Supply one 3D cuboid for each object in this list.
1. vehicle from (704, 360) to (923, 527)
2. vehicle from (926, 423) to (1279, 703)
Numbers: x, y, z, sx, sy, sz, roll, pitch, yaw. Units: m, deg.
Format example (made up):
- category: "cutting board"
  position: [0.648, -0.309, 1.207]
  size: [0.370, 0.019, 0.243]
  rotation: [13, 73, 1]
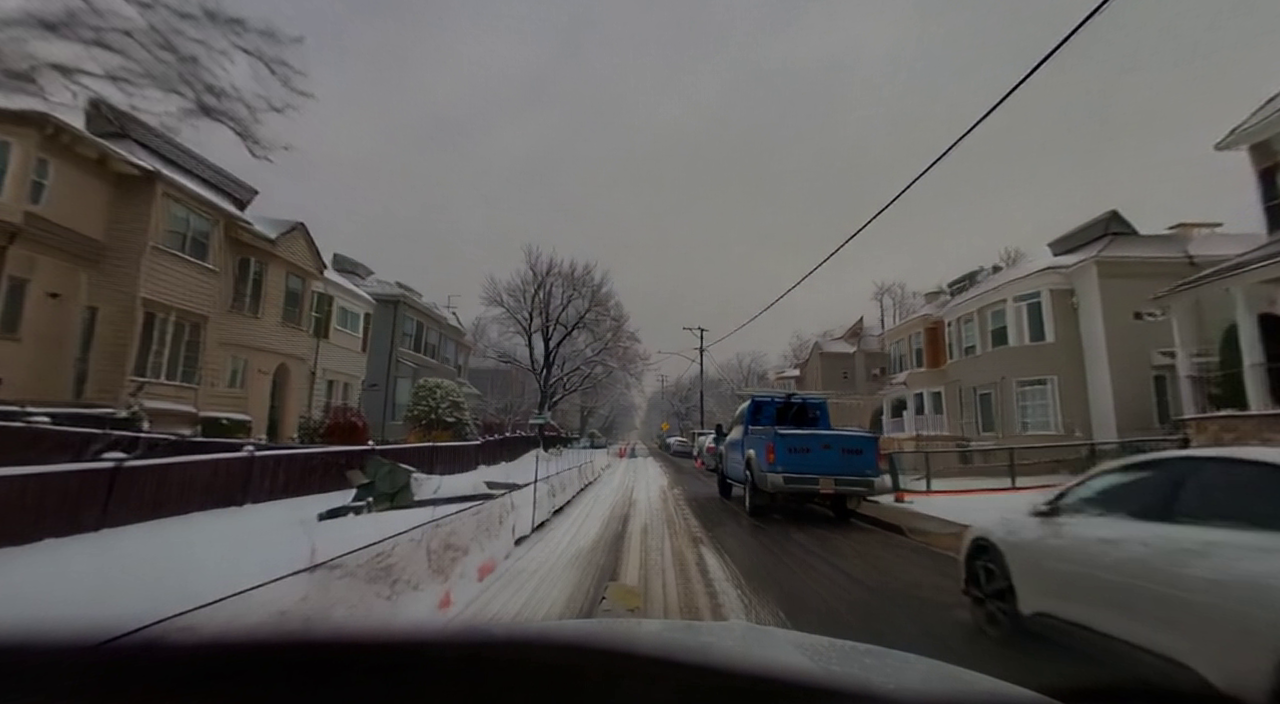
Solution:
- category: "vehicle"
  position: [3.243, 1.940, 13.796]
  size: [2.879, 2.801, 6.142]
  rotation: [0, -8, -2]
- category: "vehicle"
  position: [3.302, 1.149, 3.226]
  size: [1.821, 1.530, 3.846]
  rotation: [0, -8, -1]
